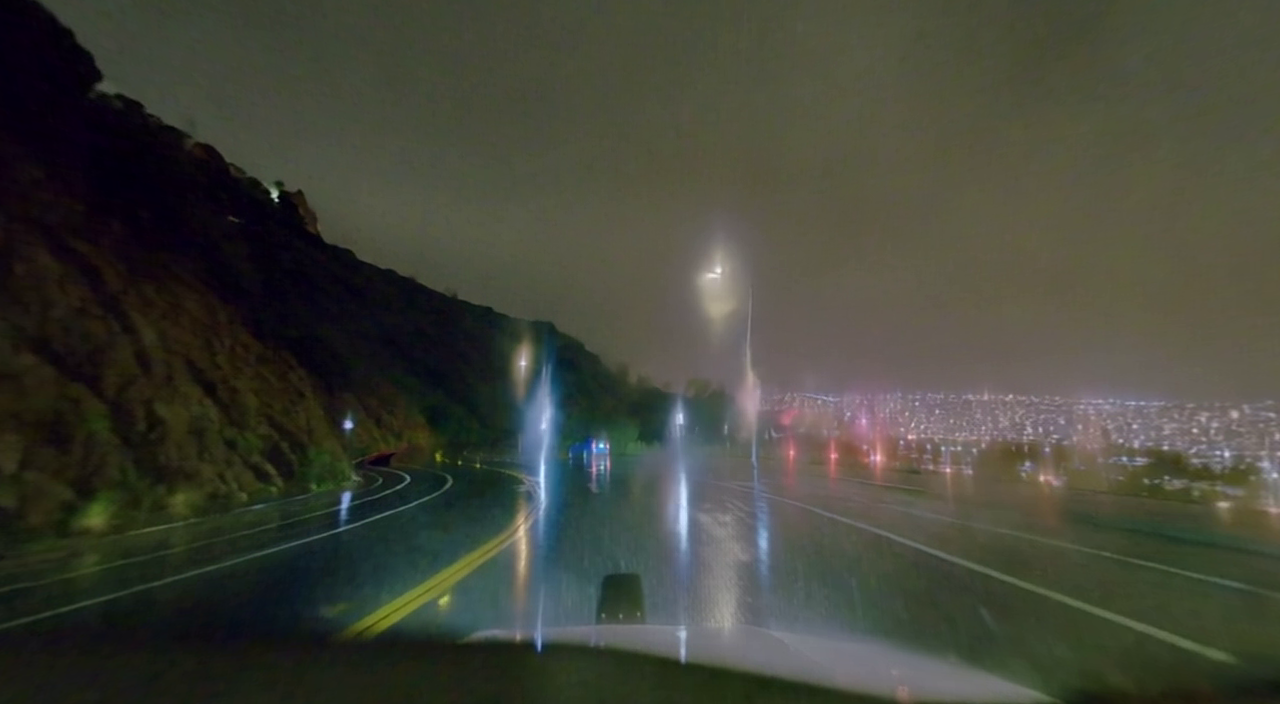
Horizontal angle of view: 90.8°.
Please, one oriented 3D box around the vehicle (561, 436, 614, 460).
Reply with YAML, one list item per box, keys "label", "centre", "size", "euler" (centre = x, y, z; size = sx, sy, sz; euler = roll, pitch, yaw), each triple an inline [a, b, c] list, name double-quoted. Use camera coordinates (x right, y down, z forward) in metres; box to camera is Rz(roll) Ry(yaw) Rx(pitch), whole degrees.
- label: "vehicle"
  centre: [-3.849, 7.136, 47.144]
  size: [2.064, 1.667, 4.453]
  euler: [-4, -9, 23]
